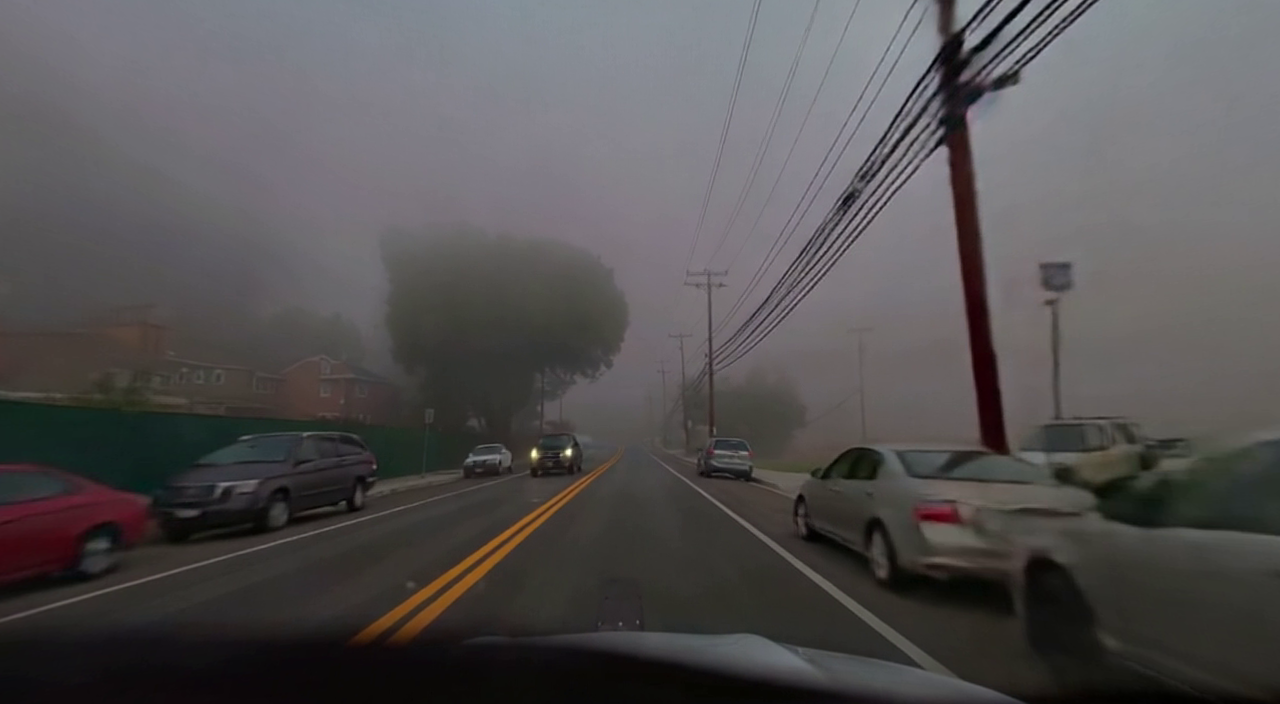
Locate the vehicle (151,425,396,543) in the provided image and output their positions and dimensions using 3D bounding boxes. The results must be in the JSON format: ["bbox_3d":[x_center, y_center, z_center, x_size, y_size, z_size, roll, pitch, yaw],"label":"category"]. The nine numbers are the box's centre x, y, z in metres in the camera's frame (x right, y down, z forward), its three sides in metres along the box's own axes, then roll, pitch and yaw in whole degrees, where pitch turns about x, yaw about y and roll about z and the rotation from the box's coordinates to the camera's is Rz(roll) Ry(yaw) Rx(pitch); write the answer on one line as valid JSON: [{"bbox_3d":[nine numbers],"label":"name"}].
[{"bbox_3d":[-6.711,2.390,12.382,2.014,1.817,4.639,-1,-7,0],"label":"vehicle"}]

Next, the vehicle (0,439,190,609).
[{"bbox_3d":[-6.663,1.585,5.847,1.866,1.487,4.416,-1,-8,-2],"label":"vehicle"}]

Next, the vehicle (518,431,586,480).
[{"bbox_3d":[-3.611,4.361,26.852,2.210,1.838,4.854,0,-8,0],"label":"vehicle"}]

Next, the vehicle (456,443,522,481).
[{"bbox_3d":[-6.907,5.060,29.396,1.843,1.589,4.416,0,-9,1],"label":"vehicle"}]

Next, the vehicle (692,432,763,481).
[{"bbox_3d":[3.352,4.116,25.148,2.031,1.762,4.749,0,-8,-2],"label":"vehicle"}]

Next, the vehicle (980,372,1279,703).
[{"bbox_3d":[3.228,0.857,2.091,1.826,1.614,4.241,0,-8,0],"label":"vehicle"}]

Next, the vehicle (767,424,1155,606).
[{"bbox_3d":[3.179,1.715,7.780,2.129,1.490,4.937,0,-8,-1],"label":"vehicle"}]
